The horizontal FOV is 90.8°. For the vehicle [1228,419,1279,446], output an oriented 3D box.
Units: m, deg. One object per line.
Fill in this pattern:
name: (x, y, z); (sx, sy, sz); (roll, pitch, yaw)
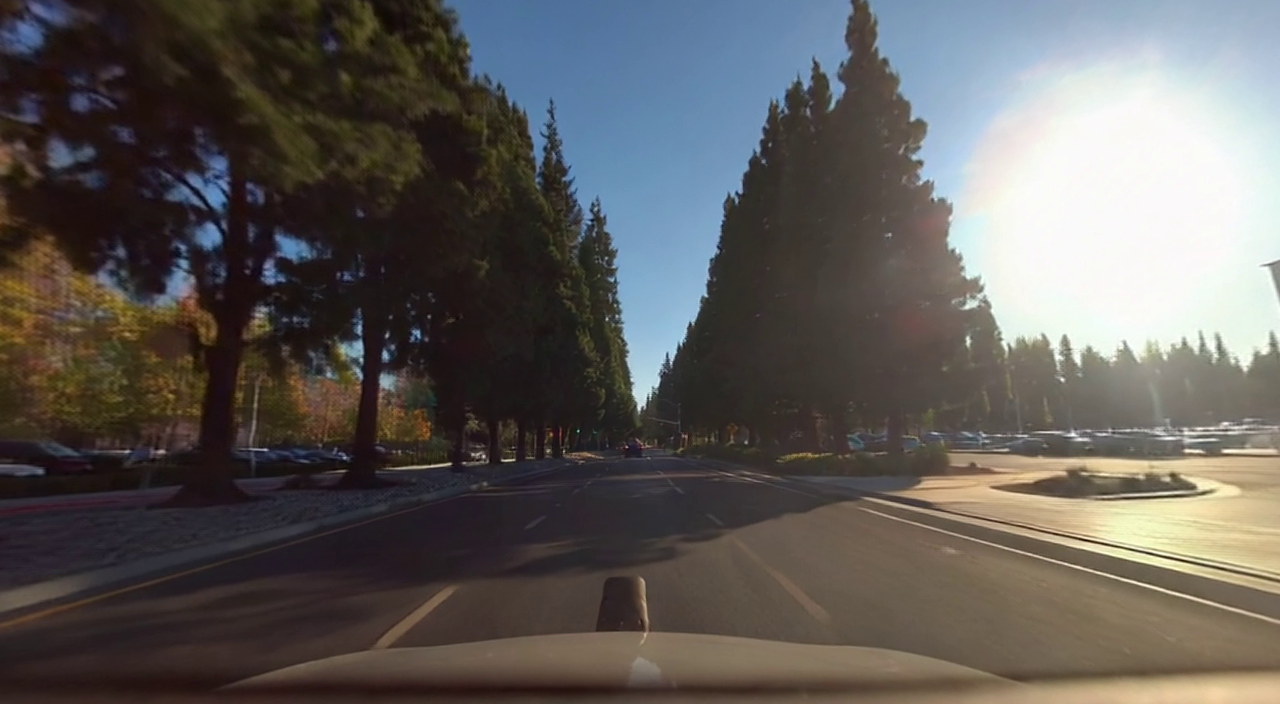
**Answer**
vehicle: (44.509, 5.656, 44.159); (1.929, 1.842, 4.959); (0, -9, -1)

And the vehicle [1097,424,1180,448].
vehicle: (33.853, 5.763, 43.054); (1.850, 1.490, 4.701); (0, -9, 1)
